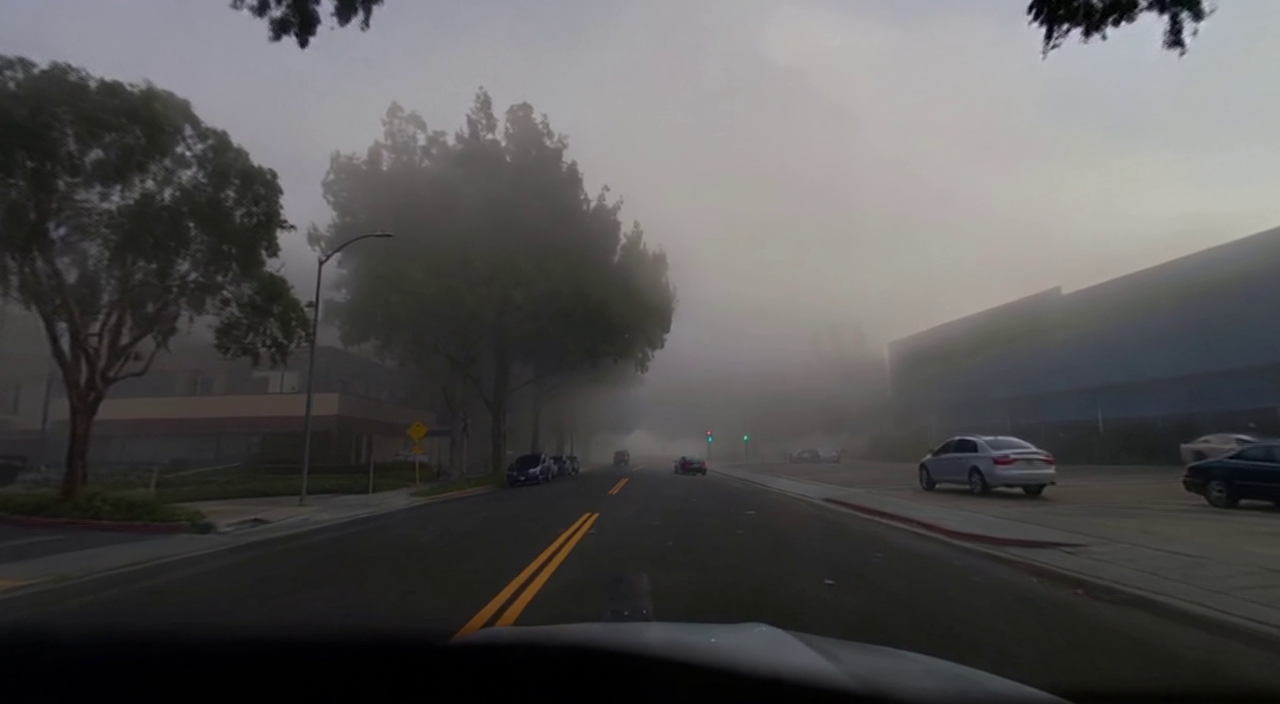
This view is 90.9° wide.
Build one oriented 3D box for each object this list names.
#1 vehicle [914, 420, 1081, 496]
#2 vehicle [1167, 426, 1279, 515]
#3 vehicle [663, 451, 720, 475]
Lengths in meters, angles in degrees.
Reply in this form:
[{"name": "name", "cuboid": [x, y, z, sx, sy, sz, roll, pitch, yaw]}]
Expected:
[{"name": "vehicle", "cuboid": [9.795, 3.046, 17.845, 2.018, 1.840, 4.662, -1, -11, 1]}, {"name": "vehicle", "cuboid": [12.178, 2.070, 11.054, 1.903, 1.528, 4.374, 0, -9, -3]}, {"name": "vehicle", "cuboid": [3.876, 8.525, 48.360, 2.097, 1.740, 4.277, 6, -11, -34]}]
